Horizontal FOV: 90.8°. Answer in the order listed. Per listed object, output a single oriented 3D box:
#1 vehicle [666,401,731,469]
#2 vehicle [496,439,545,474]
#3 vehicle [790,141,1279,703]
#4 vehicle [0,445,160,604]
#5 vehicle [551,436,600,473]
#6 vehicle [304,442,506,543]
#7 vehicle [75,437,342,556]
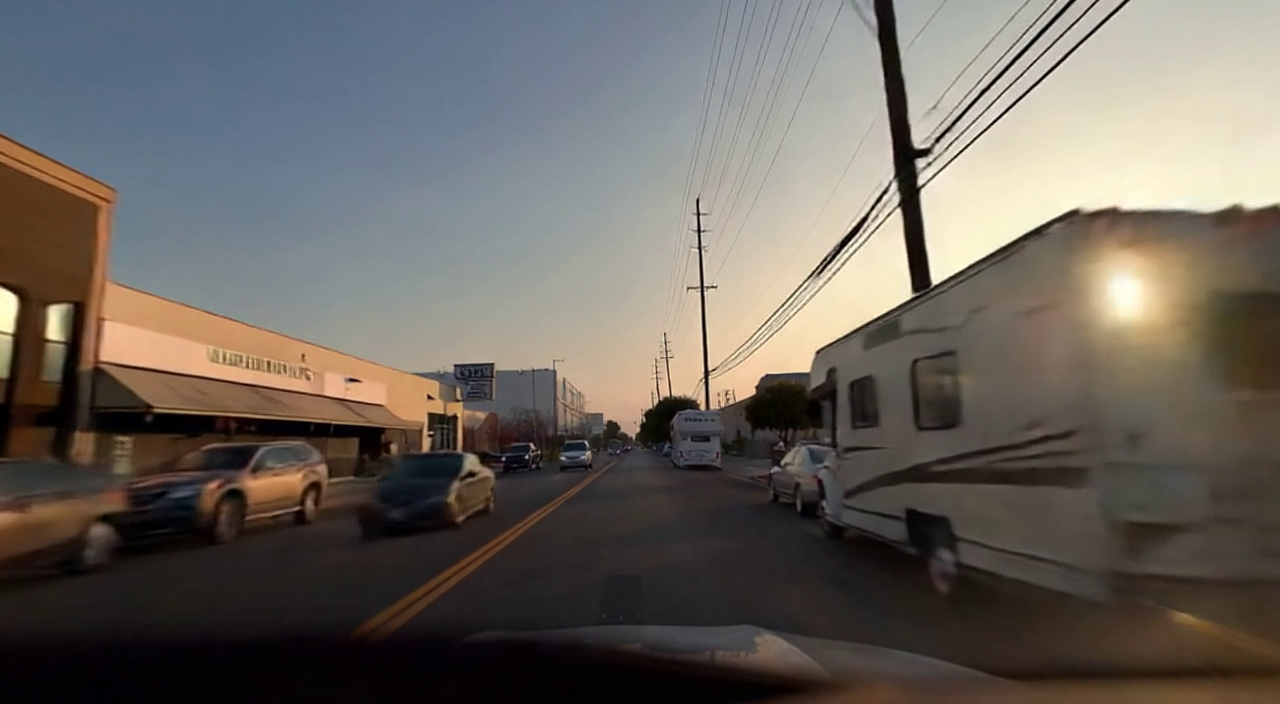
[{"bbox_3d":[3.748,5.760,42.598,3.029,3.860,7.726,-5,-11,-3],"label":"vehicle"},{"bbox_3d":[-8.056,7.137,43.168,2.177,2.075,5.427,-4,-9,0],"label":"vehicle"},{"bbox_3d":[3.723,0.791,6.340,2.880,2.959,6.375,-1,-8,1],"label":"vehicle"},{"bbox_3d":[-7.922,1.903,6.990,1.903,1.710,4.322,0,-9,-2],"label":"vehicle"},{"bbox_3d":[-3.709,5.976,37.070,2.307,1.998,4.734,-1,-9,1],"label":"vehicle"},{"bbox_3d":[-4.009,2.448,11.750,1.966,1.482,4.473,-1,-9,1],"label":"vehicle"},{"bbox_3d":[-7.906,2.628,12.351,2.001,1.830,4.735,0,-9,-2],"label":"vehicle"}]
